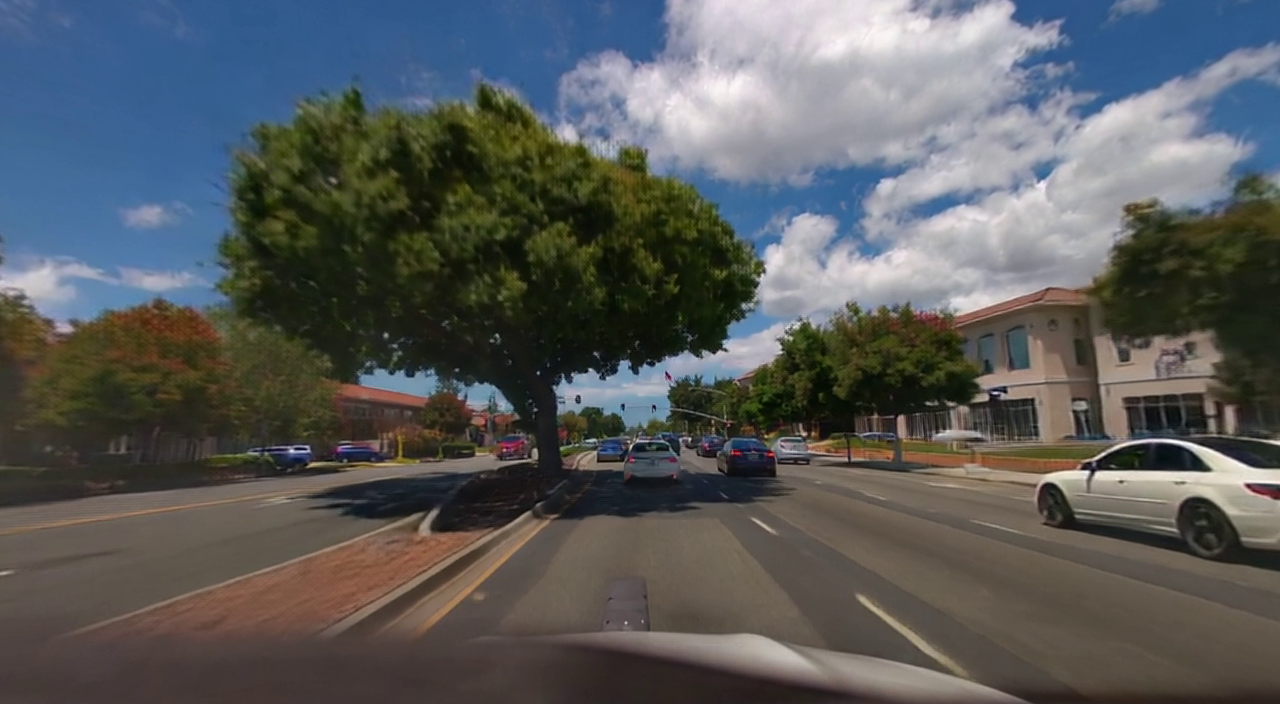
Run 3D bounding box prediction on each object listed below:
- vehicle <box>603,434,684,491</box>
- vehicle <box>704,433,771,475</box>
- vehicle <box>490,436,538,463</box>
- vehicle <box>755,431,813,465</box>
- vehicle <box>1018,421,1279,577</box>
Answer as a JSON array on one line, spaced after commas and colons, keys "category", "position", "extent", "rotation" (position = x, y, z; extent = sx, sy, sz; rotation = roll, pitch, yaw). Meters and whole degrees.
[{"category": "vehicle", "position": [0.140, 3.163, 18.387], "extent": [2.096, 1.473, 3.893], "rotation": [0, -8, 2]}, {"category": "vehicle", "position": [3.787, 4.050, 25.202], "extent": [1.988, 1.528, 4.144], "rotation": [0, -8, 0]}, {"category": "vehicle", "position": [-8.160, 6.356, 41.266], "extent": [2.044, 1.610, 4.463], "rotation": [-1, -8, 3]}, {"category": "vehicle", "position": [7.644, 5.136, 33.874], "extent": [2.044, 1.701, 4.397], "rotation": [0, -8, 0]}, {"category": "vehicle", "position": [7.233, 1.746, 8.249], "extent": [1.892, 1.515, 4.400], "rotation": [0, -8, 1]}]
